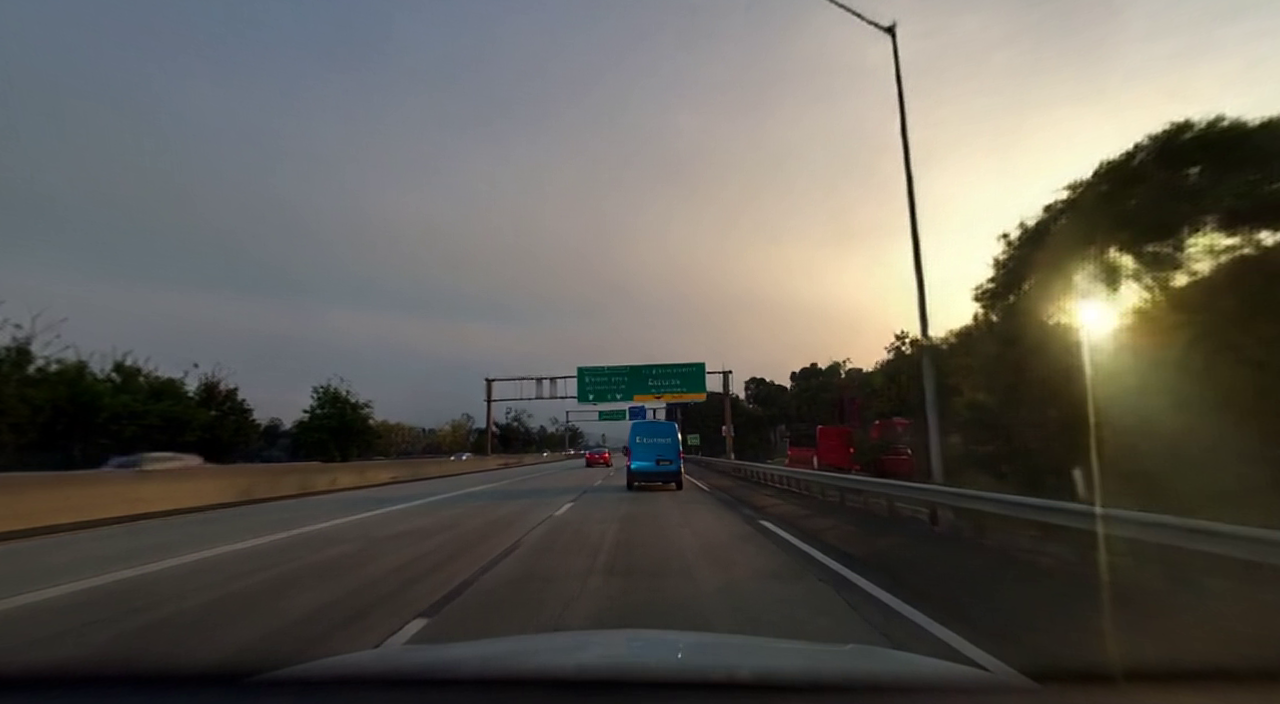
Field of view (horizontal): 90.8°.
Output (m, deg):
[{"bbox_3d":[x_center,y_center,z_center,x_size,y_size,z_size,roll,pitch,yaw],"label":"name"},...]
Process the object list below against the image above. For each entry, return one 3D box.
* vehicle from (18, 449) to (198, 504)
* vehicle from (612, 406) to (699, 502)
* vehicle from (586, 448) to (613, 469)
[{"bbox_3d":[-16.116,3.749,19.459,1.922,1.484,4.118,0,-9,0],"label":"vehicle"},{"bbox_3d":[0.335,3.136,19.652,2.332,2.558,5.314,0,-9,-2],"label":"vehicle"},{"bbox_3d":[-3.037,8.026,47.506,1.788,1.500,3.475,0,-9,0],"label":"vehicle"}]
